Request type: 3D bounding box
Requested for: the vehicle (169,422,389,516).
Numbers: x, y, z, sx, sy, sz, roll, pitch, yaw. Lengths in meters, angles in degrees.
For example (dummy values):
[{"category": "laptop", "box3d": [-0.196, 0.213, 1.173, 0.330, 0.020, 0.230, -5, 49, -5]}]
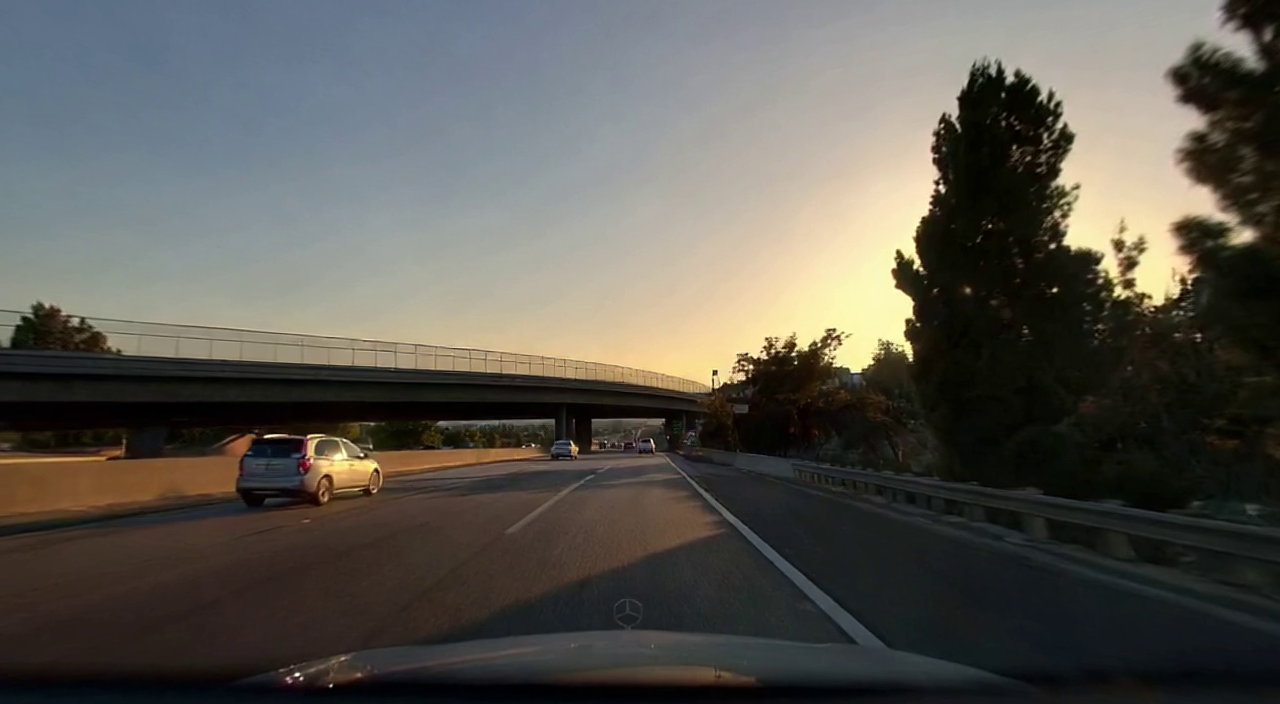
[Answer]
[{"category": "vehicle", "box3d": [-7.379, 2.425, 13.587, 2.088, 1.678, 4.426, 0, -8, 0]}]
